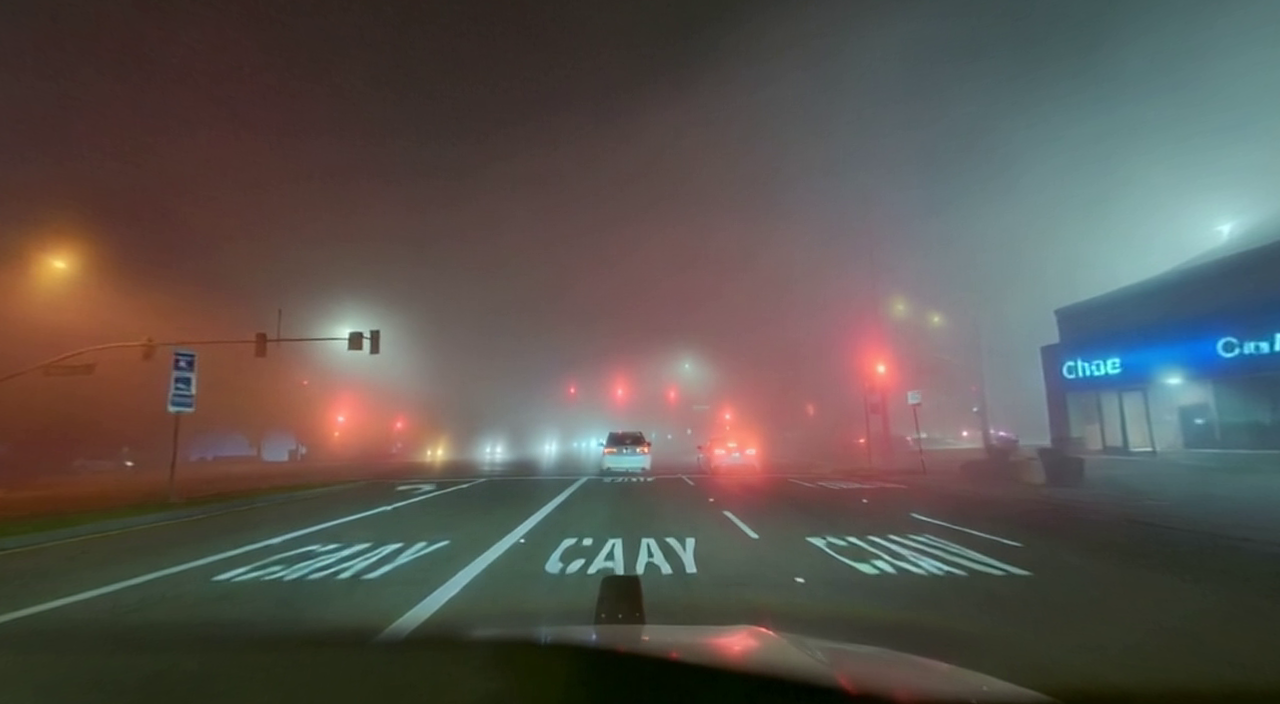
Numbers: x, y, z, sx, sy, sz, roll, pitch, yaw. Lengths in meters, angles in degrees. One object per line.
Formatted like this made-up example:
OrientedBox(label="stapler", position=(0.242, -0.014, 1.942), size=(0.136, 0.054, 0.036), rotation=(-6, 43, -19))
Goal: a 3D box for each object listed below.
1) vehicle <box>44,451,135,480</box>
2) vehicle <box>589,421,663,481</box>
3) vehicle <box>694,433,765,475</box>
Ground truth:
OrientedBox(label="vehicle", position=(-39.655, 8.175, 45.607), size=(4.610, 1.691, 2.034), rotation=(-3, -8, -2))
OrientedBox(label="vehicle", position=(-0.441, 3.431, 22.060), size=(2.313, 1.860, 4.319), rotation=(0, -8, 0))
OrientedBox(label="vehicle", position=(3.421, 4.011, 25.026), size=(2.080, 1.472, 4.401), rotation=(0, -8, -1))
